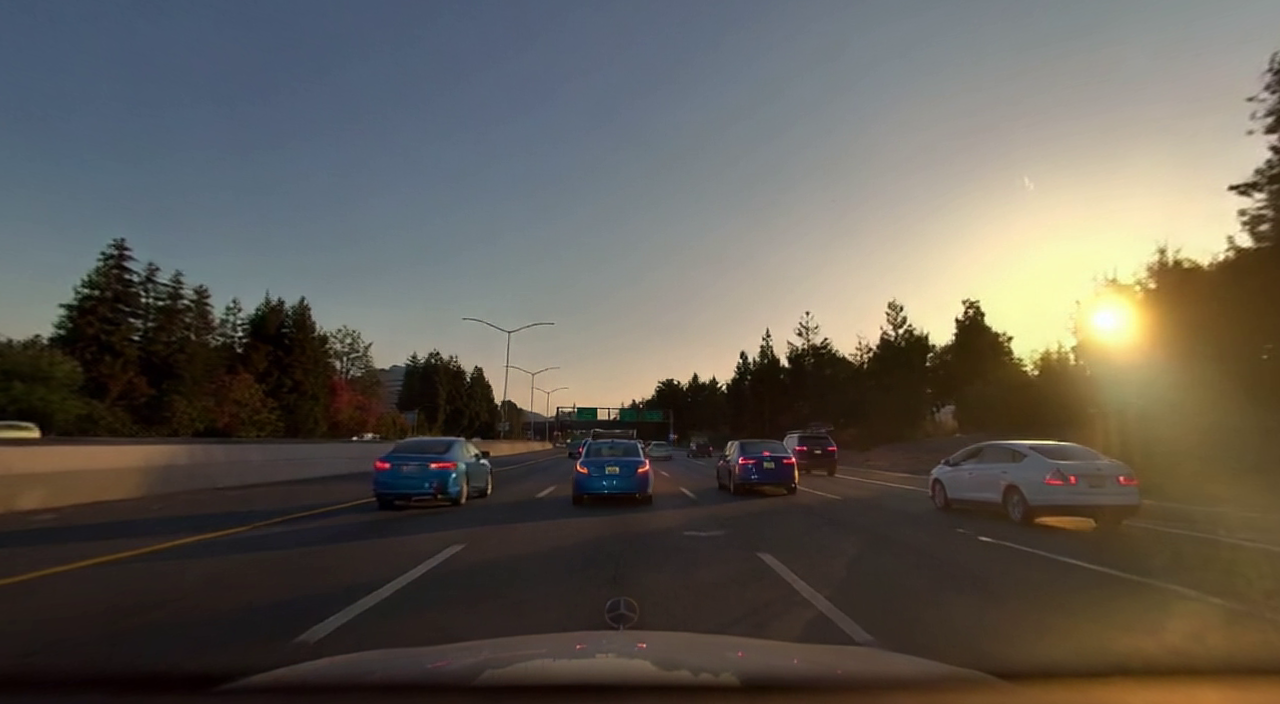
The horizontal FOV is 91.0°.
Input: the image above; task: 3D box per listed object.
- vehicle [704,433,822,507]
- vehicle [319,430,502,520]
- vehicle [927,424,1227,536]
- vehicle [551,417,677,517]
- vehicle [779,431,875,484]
[{"bbox_3d":[2.846,2.839,15.567,1.975,1.532,4.227,1,-9,-1],"label":"vehicle"},{"bbox_3d":[-4.555,2.524,13.502,2.071,1.537,4.912,0,-9,0],"label":"vehicle"},{"bbox_3d":[7.640,2.277,11.819,2.106,1.641,4.671,1,-9,-3],"label":"vehicle"},{"bbox_3d":[-0.486,2.316,13.042,2.181,1.728,3.970,0,-9,-1],"label":"vehicle"},{"bbox_3d":[6.727,3.855,23.212,2.022,1.735,4.400,1,-9,-2],"label":"vehicle"}]
